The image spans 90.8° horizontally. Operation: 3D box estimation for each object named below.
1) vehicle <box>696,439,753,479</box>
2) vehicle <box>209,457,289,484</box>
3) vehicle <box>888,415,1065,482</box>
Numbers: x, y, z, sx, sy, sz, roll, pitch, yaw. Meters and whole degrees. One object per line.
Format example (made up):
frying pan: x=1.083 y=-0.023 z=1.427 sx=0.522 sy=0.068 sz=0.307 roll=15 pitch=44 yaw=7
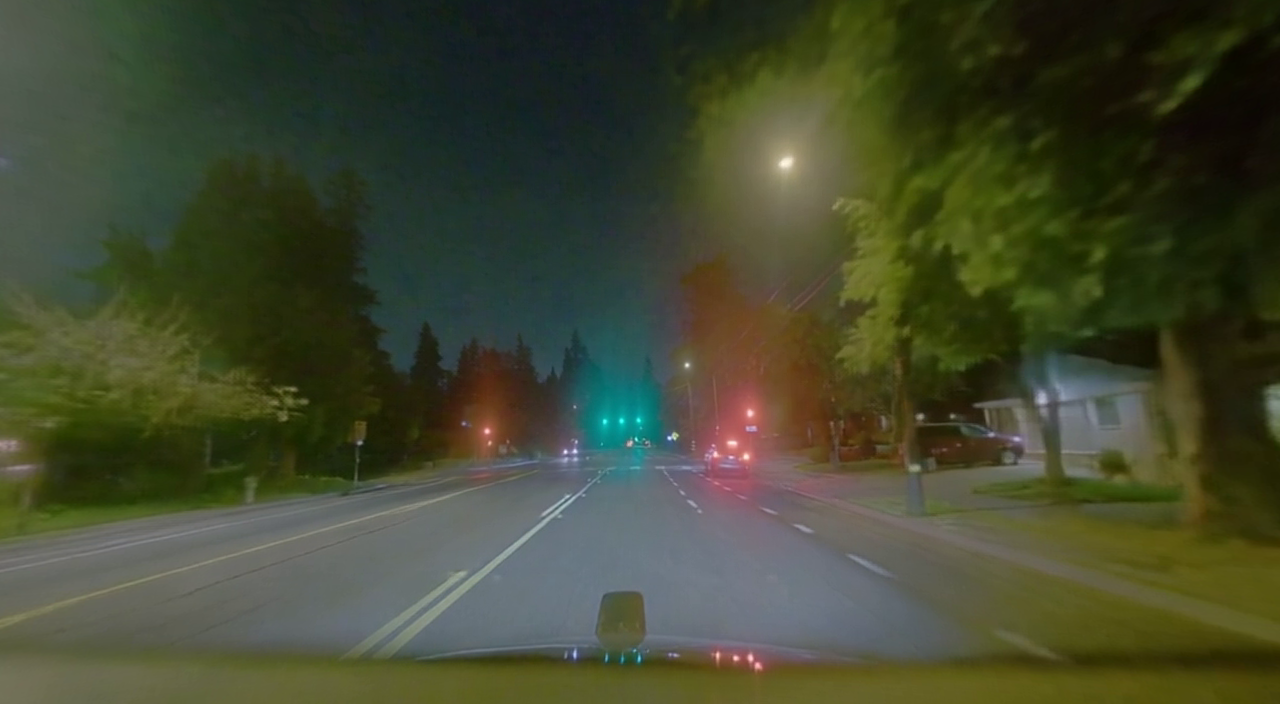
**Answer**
vehicle: x=3.813 y=4.881 z=29.121 sx=1.900 sy=1.661 sz=4.346 roll=1 pitch=-8 yaw=-2
vehicle: x=-29.698 y=9.013 z=48.107 sx=4.830 sy=1.521 sz=1.948 roll=-5 pitch=-10 yaw=-1
vehicle: x=10.176 y=2.998 z=19.497 sx=4.434 sy=1.730 sz=2.081 roll=-7 pitch=-10 yaw=23
